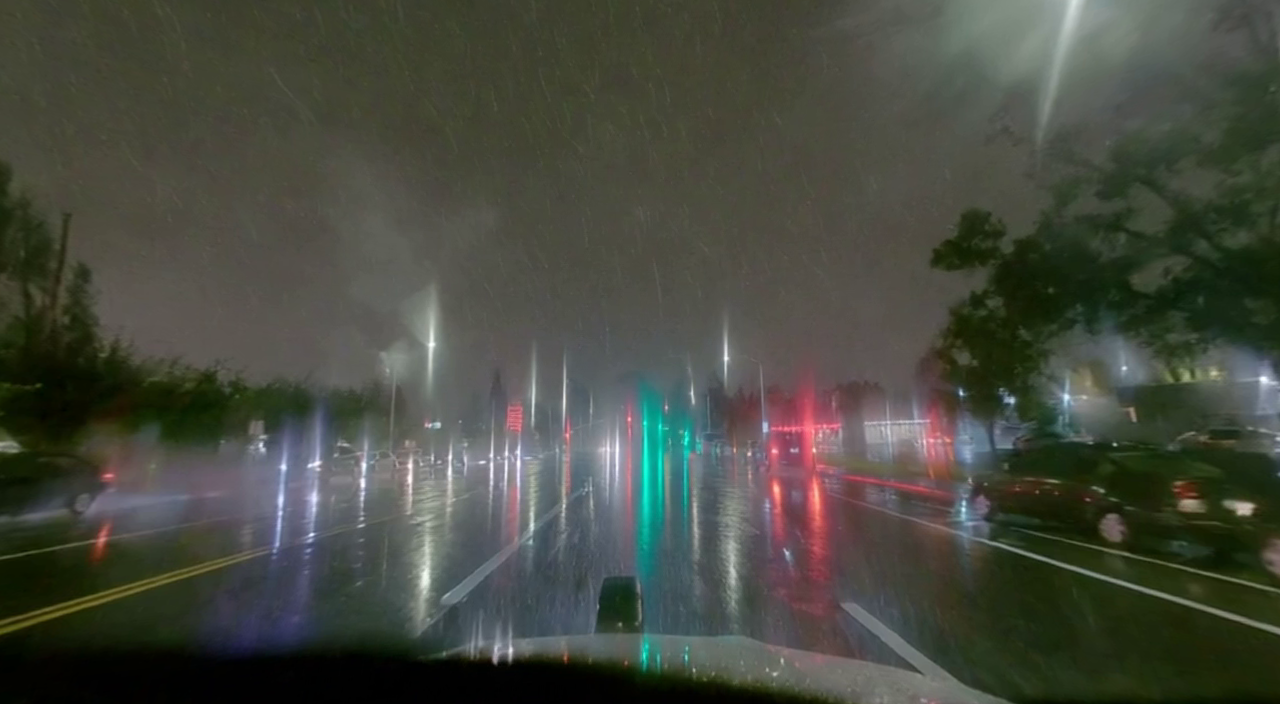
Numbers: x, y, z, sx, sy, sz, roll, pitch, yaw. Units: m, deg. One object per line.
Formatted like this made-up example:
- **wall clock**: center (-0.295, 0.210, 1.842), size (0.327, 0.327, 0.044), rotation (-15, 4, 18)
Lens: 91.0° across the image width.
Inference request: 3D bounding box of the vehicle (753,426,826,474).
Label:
- **vehicle**: center (7.827, 5.257, 33.629), size (2.327, 2.296, 5.692), rotation (0, -9, -2)

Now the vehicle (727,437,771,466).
- **vehicle**: center (7.784, 7.158, 45.438), size (2.092, 1.887, 5.632), rotation (0, -9, -1)

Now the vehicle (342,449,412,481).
- **vehicle**: center (-14.441, 6.193, 34.898), size (1.836, 1.448, 4.941), rotation (-1, -7, -1)

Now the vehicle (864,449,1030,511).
- **vehicle**: center (7.802, 3.274, 16.663), size (1.811, 1.361, 4.852), rotation (0, -9, -2)

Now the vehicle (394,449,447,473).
- **vehicle**: center (-14.452, 7.162, 41.663), size (1.880, 1.488, 4.483), rotation (0, -9, 1)

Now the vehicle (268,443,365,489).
- **vehicle**: center (-14.471, 5.082, 28.514), size (2.002, 1.765, 4.775), rotation (-3, -8, -2)

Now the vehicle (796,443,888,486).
- **vehicle**: center (8.006, 4.487, 25.433), size (1.992, 1.499, 4.715), rotation (-1, -9, -2)

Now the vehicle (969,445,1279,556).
- **vehicle**: center (7.953, 2.397, 11.011), size (1.902, 1.499, 4.492), rotation (0, -8, -1)

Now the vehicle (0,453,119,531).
- **vehicle**: center (-14.392, 3.048, 13.845), size (1.829, 1.594, 4.627), rotation (0, -9, 0)
